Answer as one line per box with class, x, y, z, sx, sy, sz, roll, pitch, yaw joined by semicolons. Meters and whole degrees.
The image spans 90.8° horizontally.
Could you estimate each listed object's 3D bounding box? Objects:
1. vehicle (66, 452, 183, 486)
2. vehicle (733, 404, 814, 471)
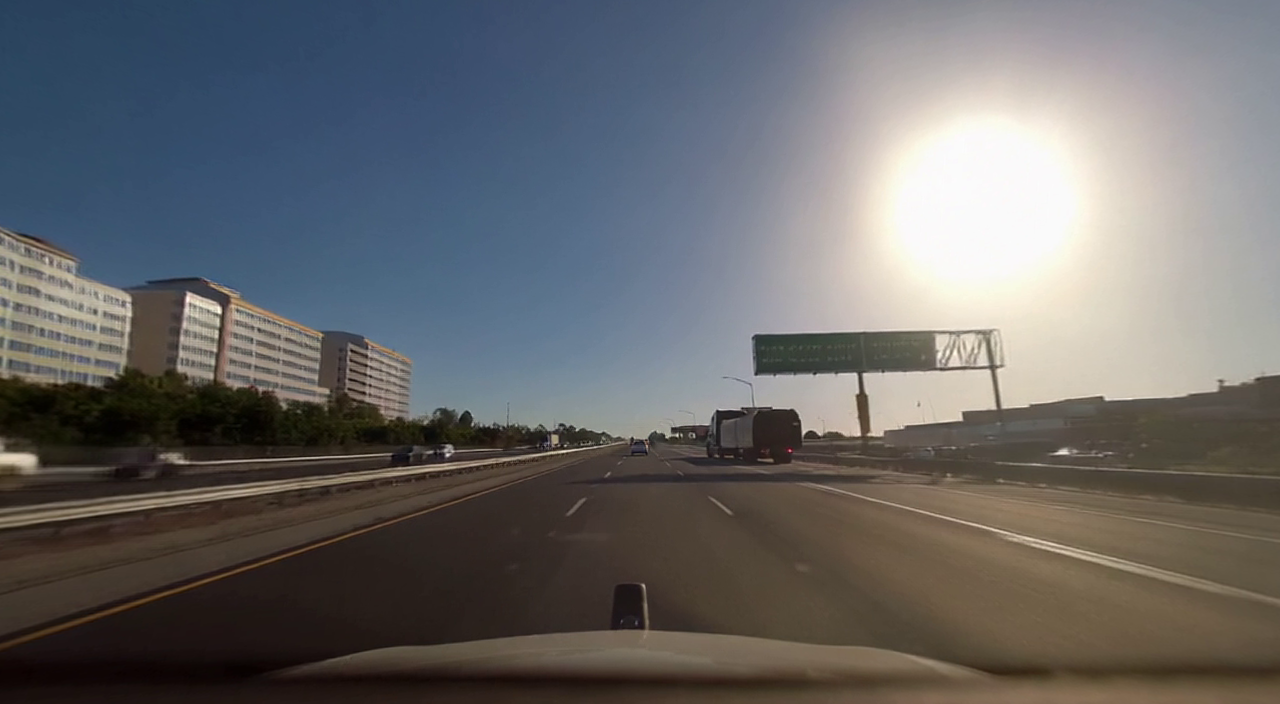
vehicle;-25.656;5.798;31.691;1.900;1.493;4.739;0;-8;0
vehicle;7.012;4.693;34.480;2.793;3.204;7.997;0;-8;1
